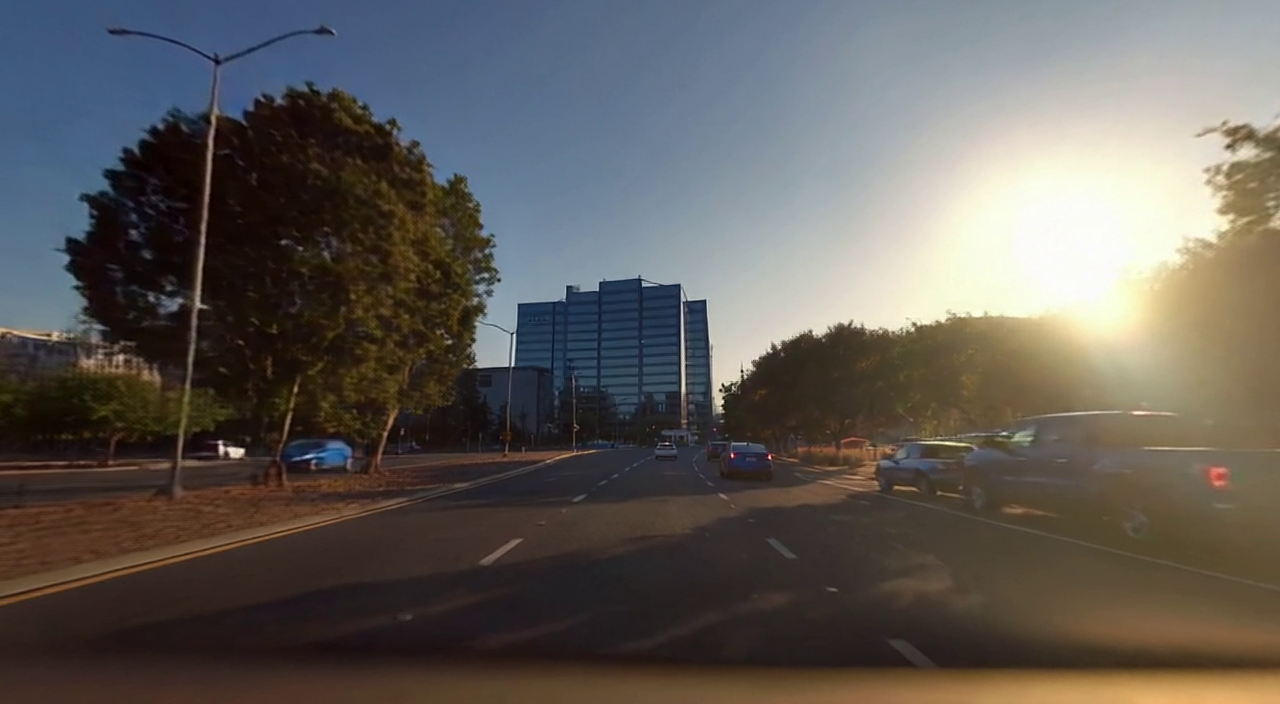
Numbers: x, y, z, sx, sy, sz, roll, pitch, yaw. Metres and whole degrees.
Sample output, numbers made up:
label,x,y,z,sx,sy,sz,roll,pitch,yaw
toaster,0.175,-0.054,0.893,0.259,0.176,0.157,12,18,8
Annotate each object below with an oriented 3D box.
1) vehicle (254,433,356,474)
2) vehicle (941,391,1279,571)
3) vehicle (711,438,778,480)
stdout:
label,x,y,z,sx,sy,sz,roll,pitch,yaw
vehicle,-13.820,4.201,26.298,1.862,1.551,4.265,-1,-8,1
vehicle,7.704,1.912,10.329,2.410,1.997,6.477,0,-8,1
vehicle,4.074,4.257,25.348,1.981,1.499,4.536,0,-8,1
